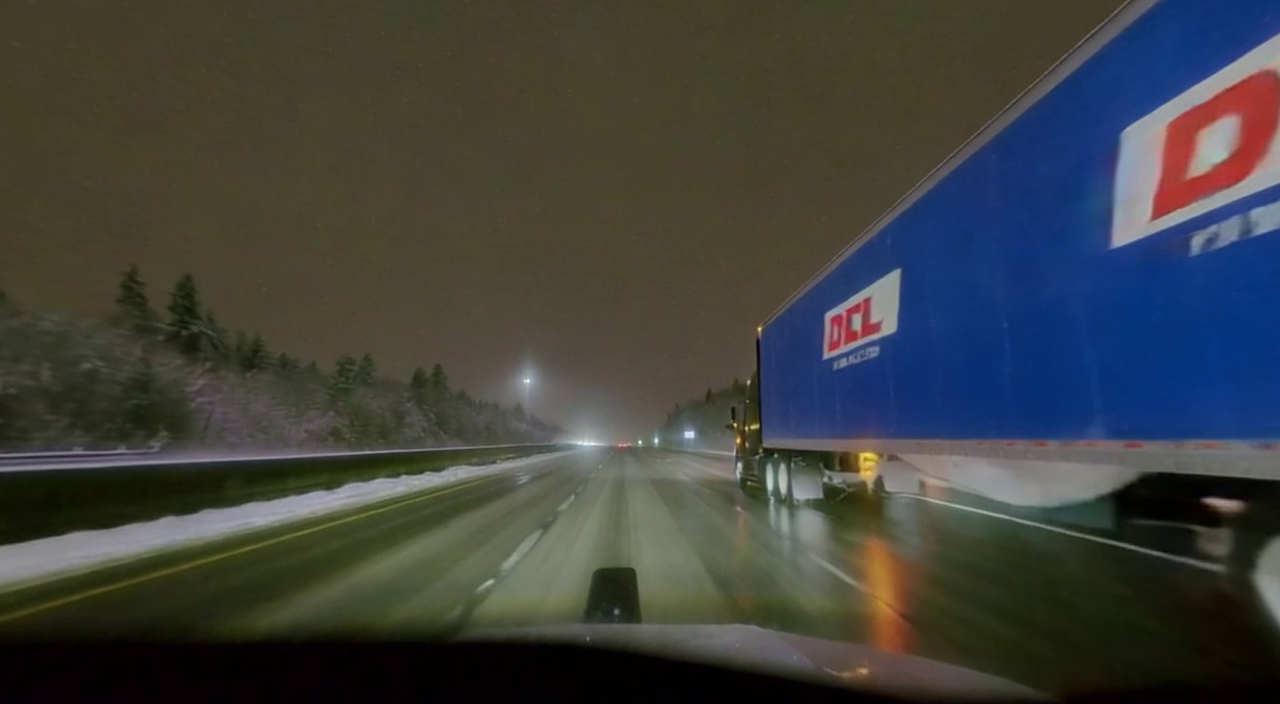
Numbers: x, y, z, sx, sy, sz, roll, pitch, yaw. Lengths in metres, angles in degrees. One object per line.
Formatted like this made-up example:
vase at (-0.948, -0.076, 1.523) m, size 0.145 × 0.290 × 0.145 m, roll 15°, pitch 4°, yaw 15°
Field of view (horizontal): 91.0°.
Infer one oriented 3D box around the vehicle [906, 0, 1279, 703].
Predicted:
vehicle at (4.606, -0.250, 2.947) m, size 2.880 × 3.918 × 8.254 m, roll 0°, pitch -8°, yaw -1°
